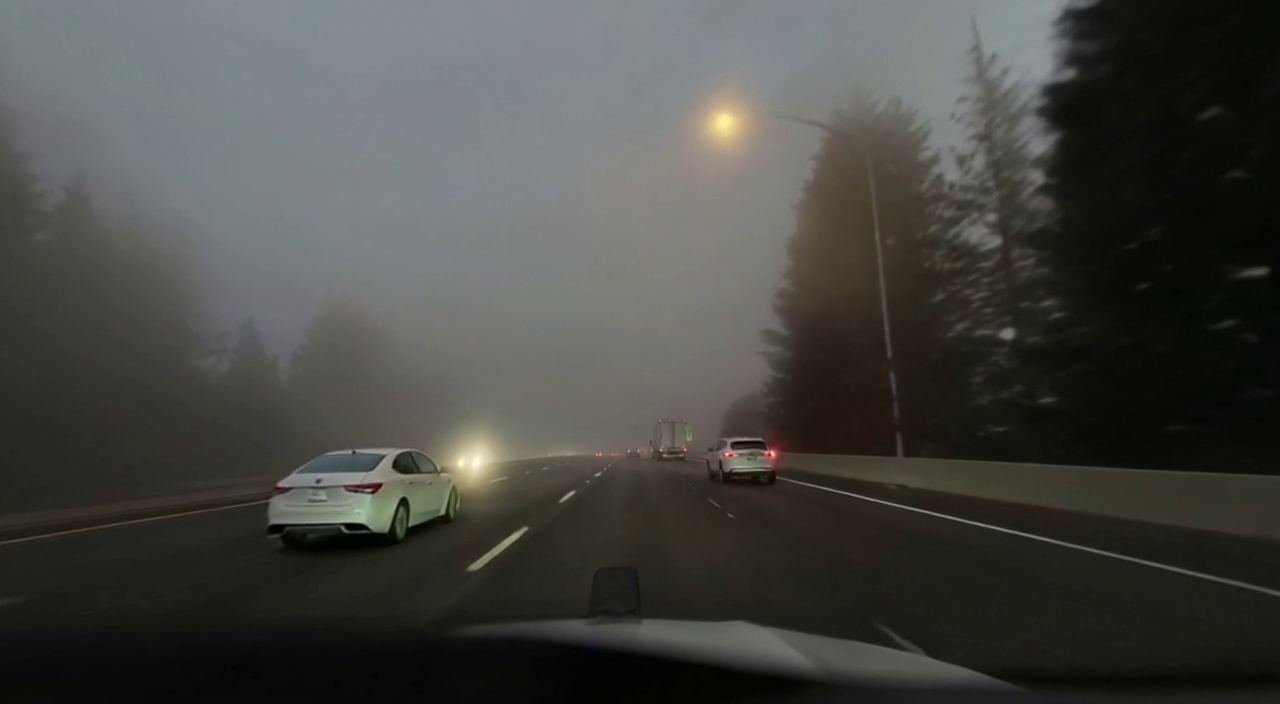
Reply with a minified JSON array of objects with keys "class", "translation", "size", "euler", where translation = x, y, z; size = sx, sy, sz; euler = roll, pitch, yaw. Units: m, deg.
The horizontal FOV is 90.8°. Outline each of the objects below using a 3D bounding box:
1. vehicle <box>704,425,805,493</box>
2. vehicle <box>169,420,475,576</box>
[{"class":"vehicle","translation":[3.263,3.164,19.009],"size":[2.065,1.760,4.488],"euler":[0,-8,-1]},{"class":"vehicle","translation":[-3.958,1.882,9.057],"size":[1.903,1.607,4.770],"euler":[0,-8,0]}]
